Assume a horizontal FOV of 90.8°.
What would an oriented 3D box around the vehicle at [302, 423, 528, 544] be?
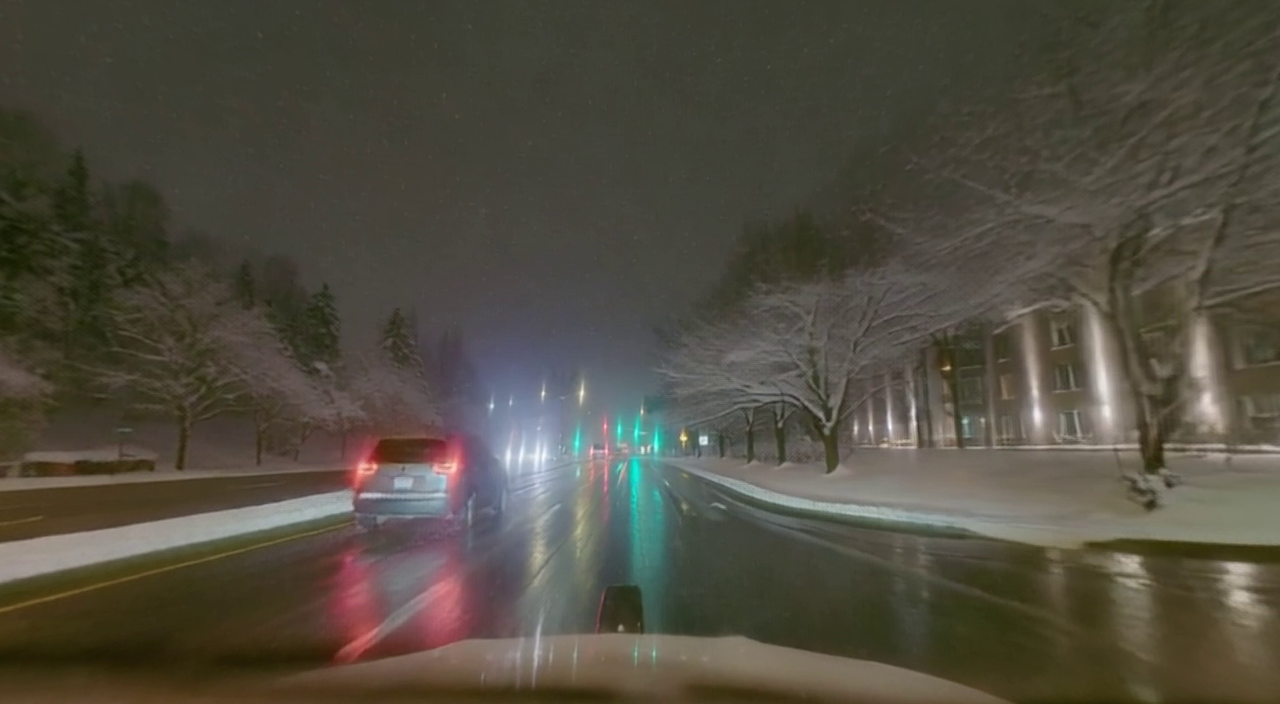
[{"bbox_3d":[-3.593,2.208,11.313,2.202,1.685,4.772,0,-9,1],"label":"vehicle"}]
